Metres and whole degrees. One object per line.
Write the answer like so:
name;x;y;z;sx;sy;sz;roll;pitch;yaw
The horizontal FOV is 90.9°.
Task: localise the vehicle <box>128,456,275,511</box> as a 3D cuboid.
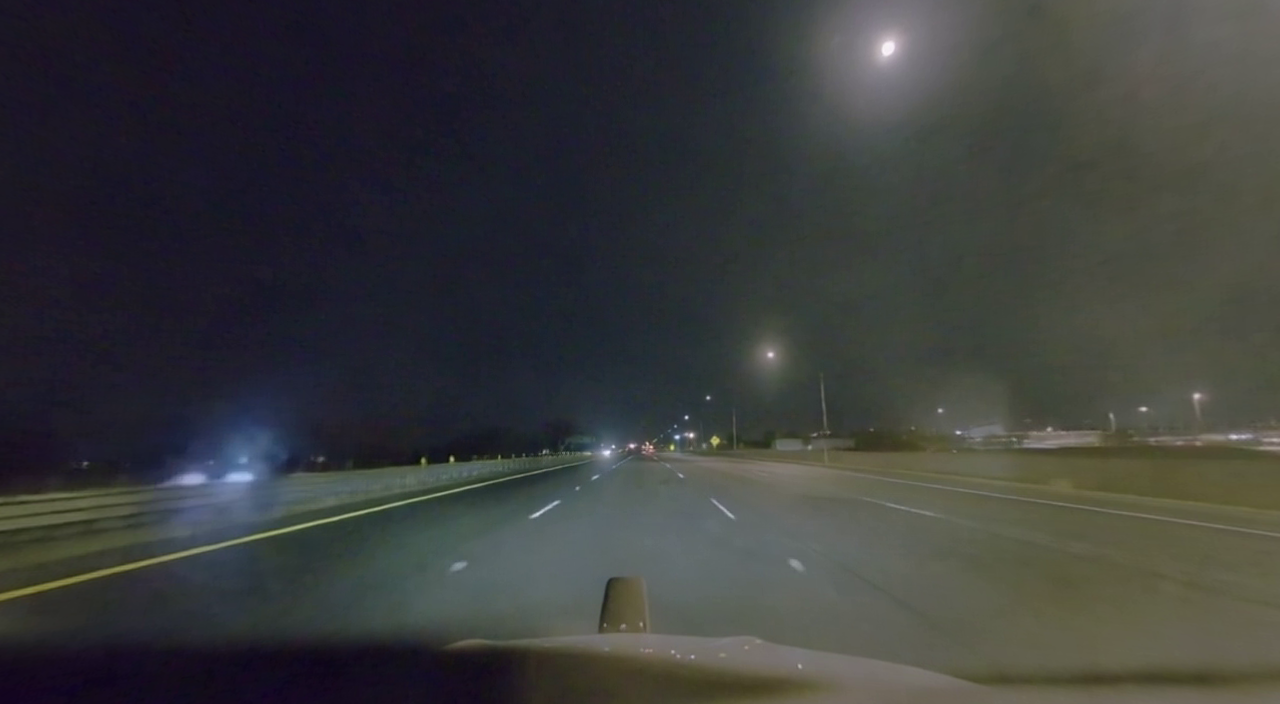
vehicle;-14.283;4.258;20.880;1.950;1.528;3.992;0;-8;0
